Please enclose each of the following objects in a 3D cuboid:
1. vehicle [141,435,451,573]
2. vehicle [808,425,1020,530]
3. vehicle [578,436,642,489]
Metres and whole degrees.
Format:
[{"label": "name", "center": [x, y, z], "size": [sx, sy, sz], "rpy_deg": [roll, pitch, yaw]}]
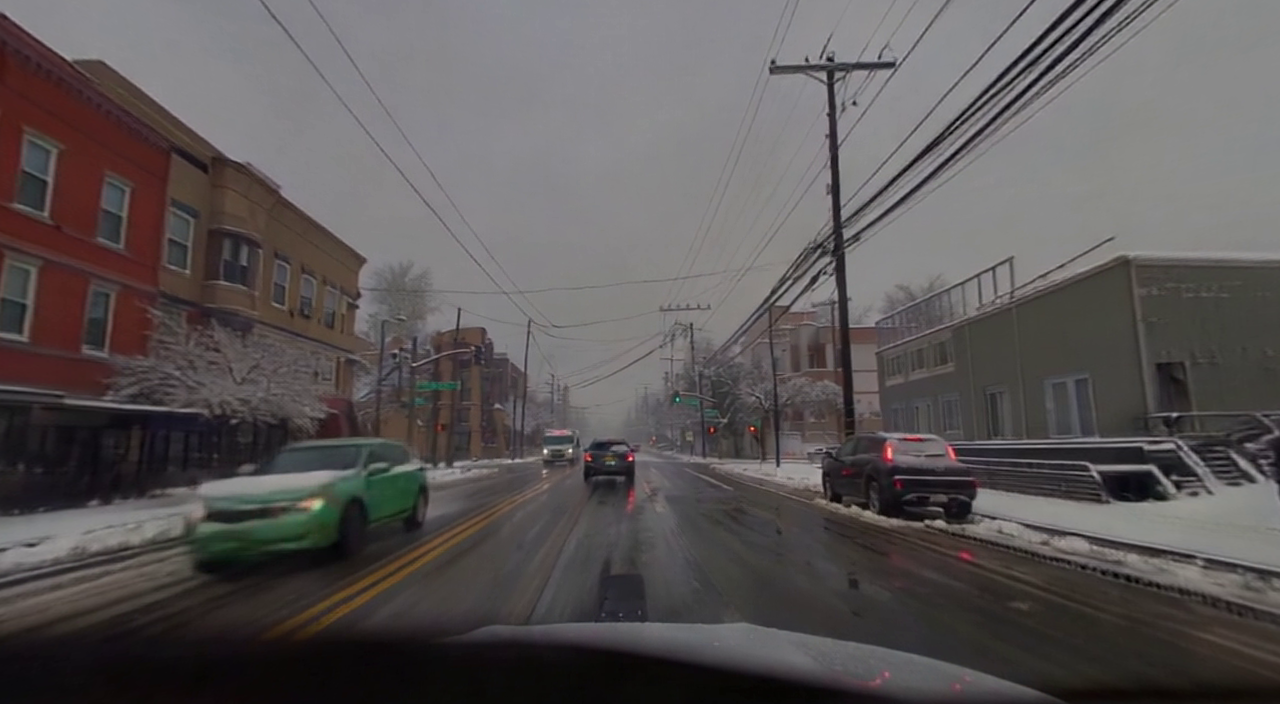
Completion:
[{"label": "vehicle", "center": [-4.451, 2.002, 9.201], "size": [2.181, 1.500, 4.319], "rpy_deg": [0, -8, -2]}, {"label": "vehicle", "center": [5.806, 2.731, 14.523], "size": [2.197, 1.917, 5.637], "rpy_deg": [0, -9, -2]}, {"label": "vehicle", "center": [-0.962, 3.710, 21.534], "size": [1.980, 1.635, 3.795], "rpy_deg": [0, -8, -1]}]
